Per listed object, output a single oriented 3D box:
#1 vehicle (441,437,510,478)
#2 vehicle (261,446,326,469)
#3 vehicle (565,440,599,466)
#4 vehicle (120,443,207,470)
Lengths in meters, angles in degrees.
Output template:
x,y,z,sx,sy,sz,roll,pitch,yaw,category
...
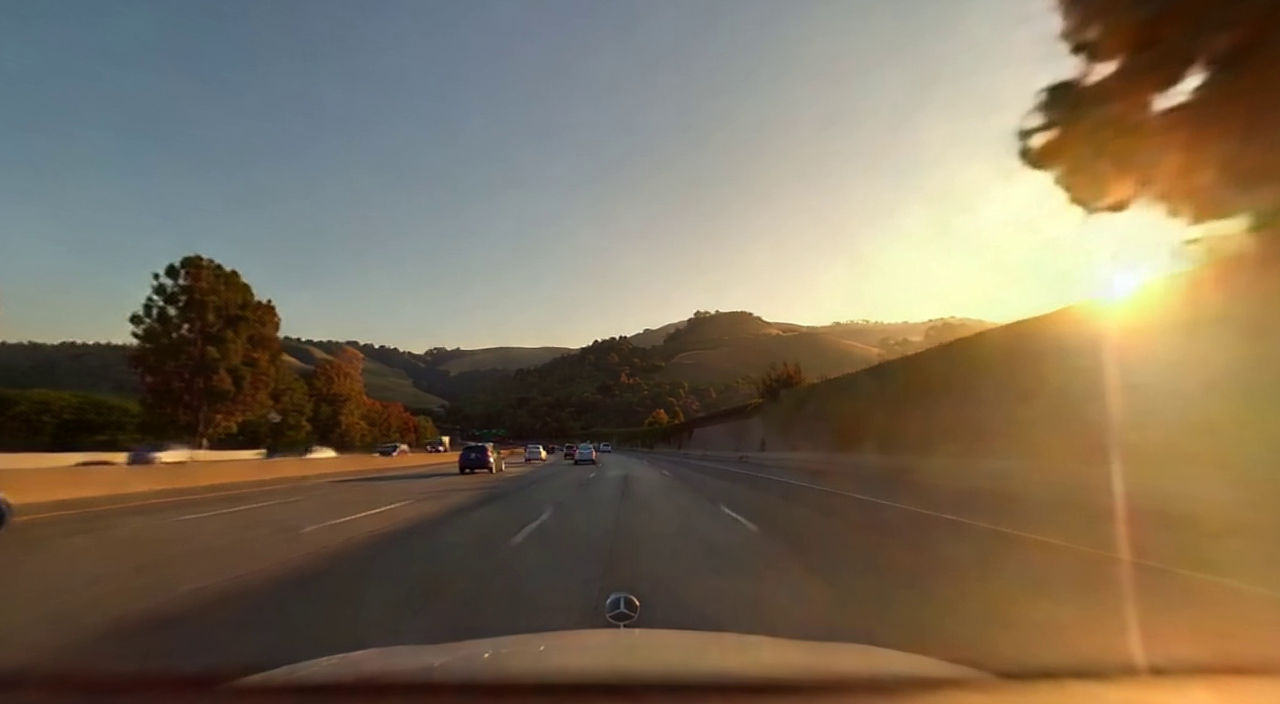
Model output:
x,y,z,sx,sy,sz,roll,pitch,yaw,category
-7.738,4.982,30.181,2.074,1.768,4.805,0,-9,-1,vehicle
-23.636,7.179,43.321,1.890,1.475,4.592,0,-9,0,vehicle
-4.060,7.159,44.776,2.115,1.713,4.263,0,-9,-2,vehicle
-31.202,6.846,41.551,1.945,1.641,4.947,0,-9,-1,vehicle
